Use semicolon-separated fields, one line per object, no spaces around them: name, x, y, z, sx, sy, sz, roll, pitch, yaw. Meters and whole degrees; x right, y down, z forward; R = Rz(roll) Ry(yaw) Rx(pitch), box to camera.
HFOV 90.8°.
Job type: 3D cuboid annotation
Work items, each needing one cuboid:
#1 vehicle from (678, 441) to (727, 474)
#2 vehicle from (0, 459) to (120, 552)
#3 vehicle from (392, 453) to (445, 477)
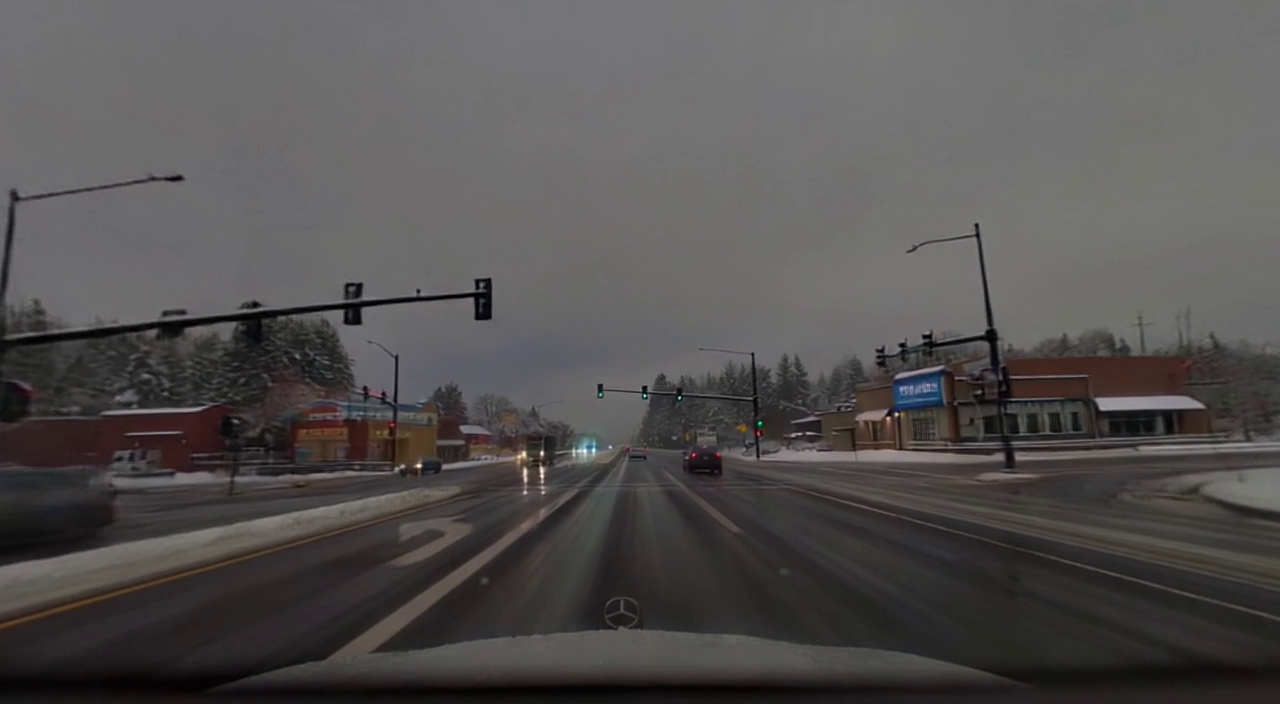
vehicle;3.250;5.599;33.848;2.022;1.643;4.326;0;-8;-2
vehicle;-11.626;2.607;10.630;1.891;1.481;4.533;0;-8;-1
vehicle;-15.486;7.901;44.461;2.086;1.483;4.418;0;-8;0
